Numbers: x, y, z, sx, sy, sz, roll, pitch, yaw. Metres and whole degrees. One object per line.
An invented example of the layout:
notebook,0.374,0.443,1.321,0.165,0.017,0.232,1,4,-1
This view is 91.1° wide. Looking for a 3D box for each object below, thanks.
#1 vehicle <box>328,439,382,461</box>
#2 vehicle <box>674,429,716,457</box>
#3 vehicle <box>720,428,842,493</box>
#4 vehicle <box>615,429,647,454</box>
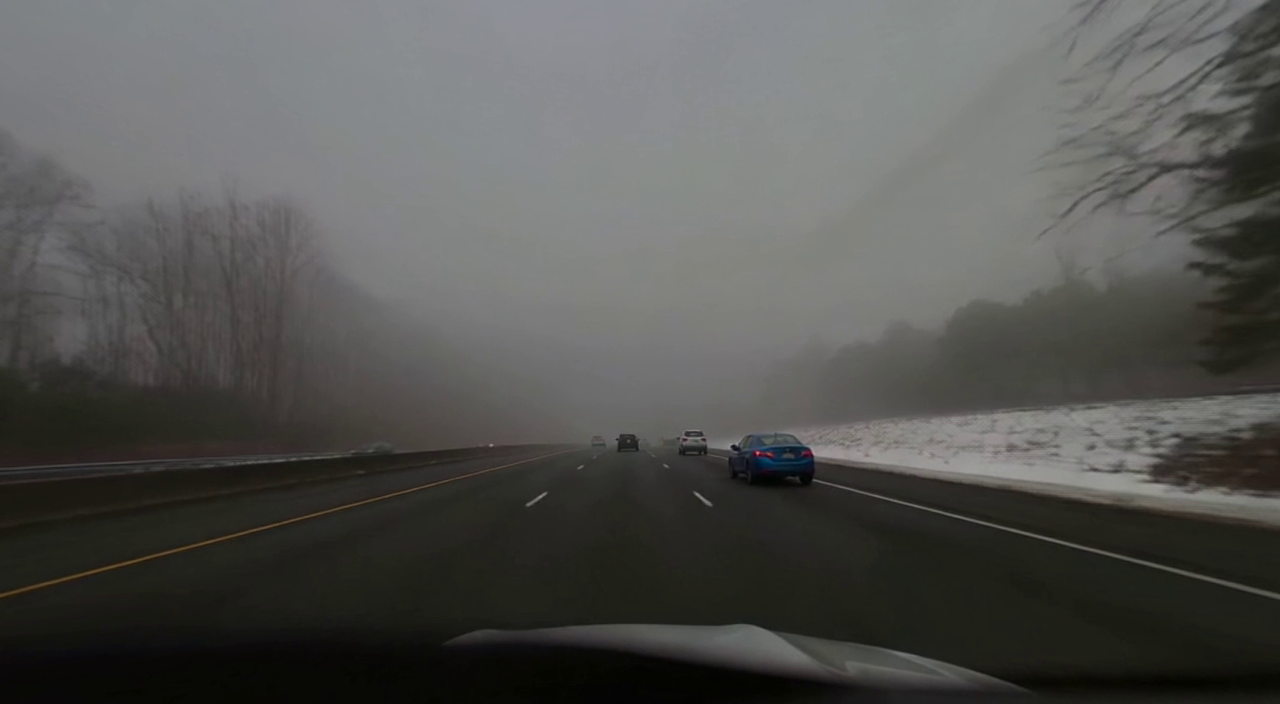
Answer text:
vehicle,-21.122,7.246,46.830,1.905,1.558,4.454,0,-8,0
vehicle,3.404,5.708,39.553,2.098,1.677,4.275,0,-8,-2
vehicle,3.542,2.814,16.808,2.056,1.479,4.660,0,-8,-2
vehicle,-0.647,6.369,44.746,2.182,1.680,4.253,0,-8,-1
